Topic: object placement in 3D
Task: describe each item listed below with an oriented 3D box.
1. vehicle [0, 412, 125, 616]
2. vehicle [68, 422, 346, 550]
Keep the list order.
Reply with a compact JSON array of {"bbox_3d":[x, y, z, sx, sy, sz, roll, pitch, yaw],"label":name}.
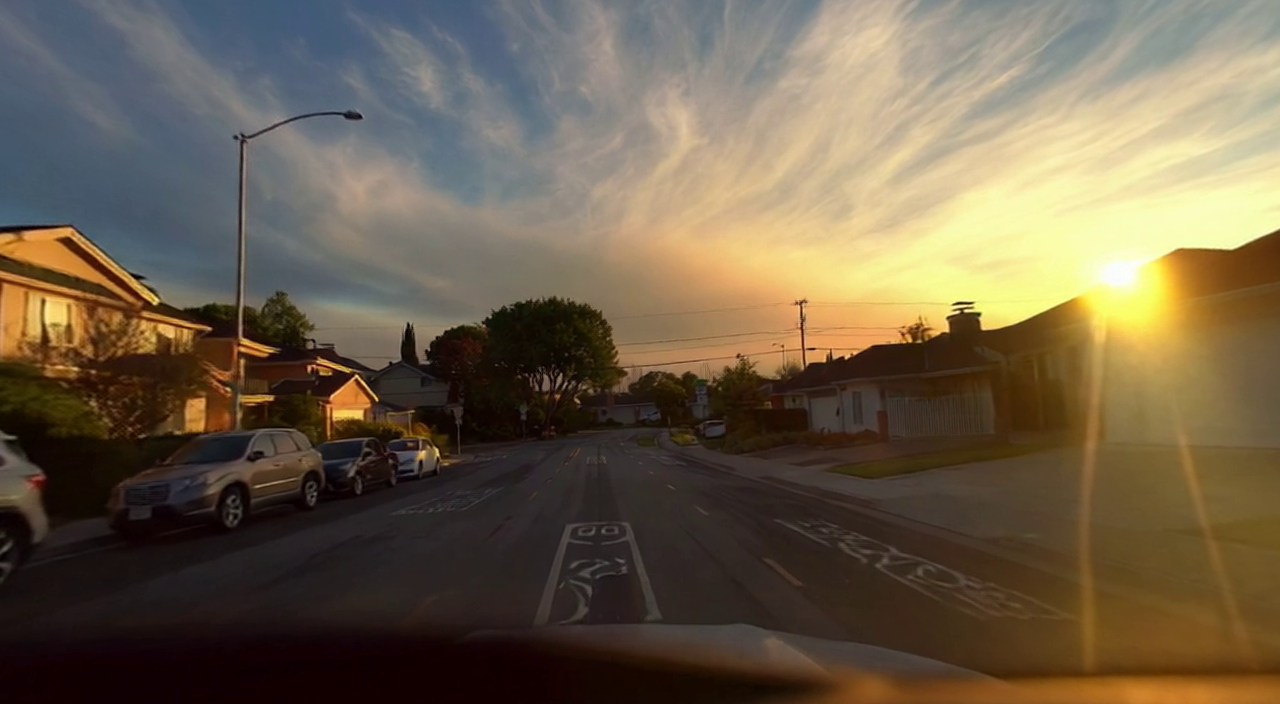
[{"bbox_3d":[-6.643,1.327,4.763,2.147,1.780,4.165,0,-8,-5],"label":"vehicle"},{"bbox_3d":[-7.099,2.166,11.092,1.865,1.750,4.507,0,-8,-3],"label":"vehicle"}]
